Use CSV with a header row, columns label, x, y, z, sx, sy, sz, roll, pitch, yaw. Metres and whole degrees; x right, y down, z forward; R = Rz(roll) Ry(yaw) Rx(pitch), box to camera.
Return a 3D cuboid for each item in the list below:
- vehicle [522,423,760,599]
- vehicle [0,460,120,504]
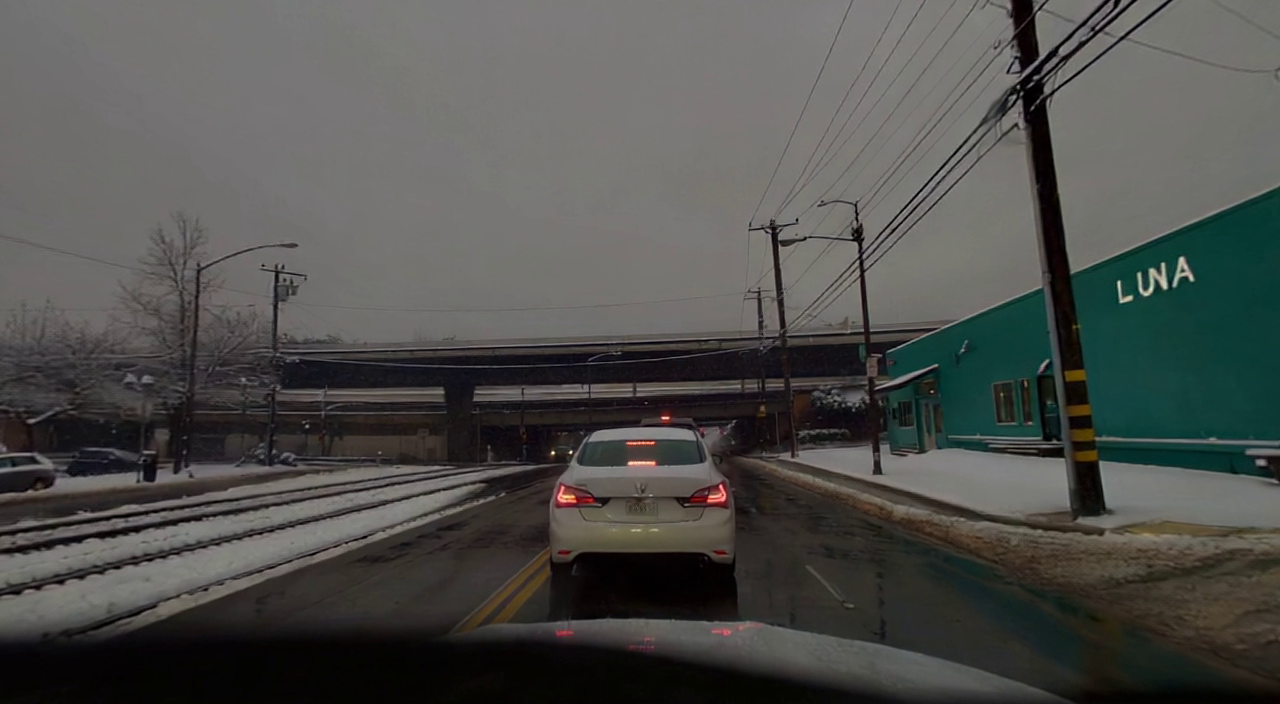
label,x,y,z,sx,sy,sz,roll,pitch,yaw
vehicle,0.090,1.703,7.617,2.090,1.518,4.033,-1,-9,3
vehicle,-21.921,4.676,22.851,4.566,1.453,1.935,-1,-9,5
